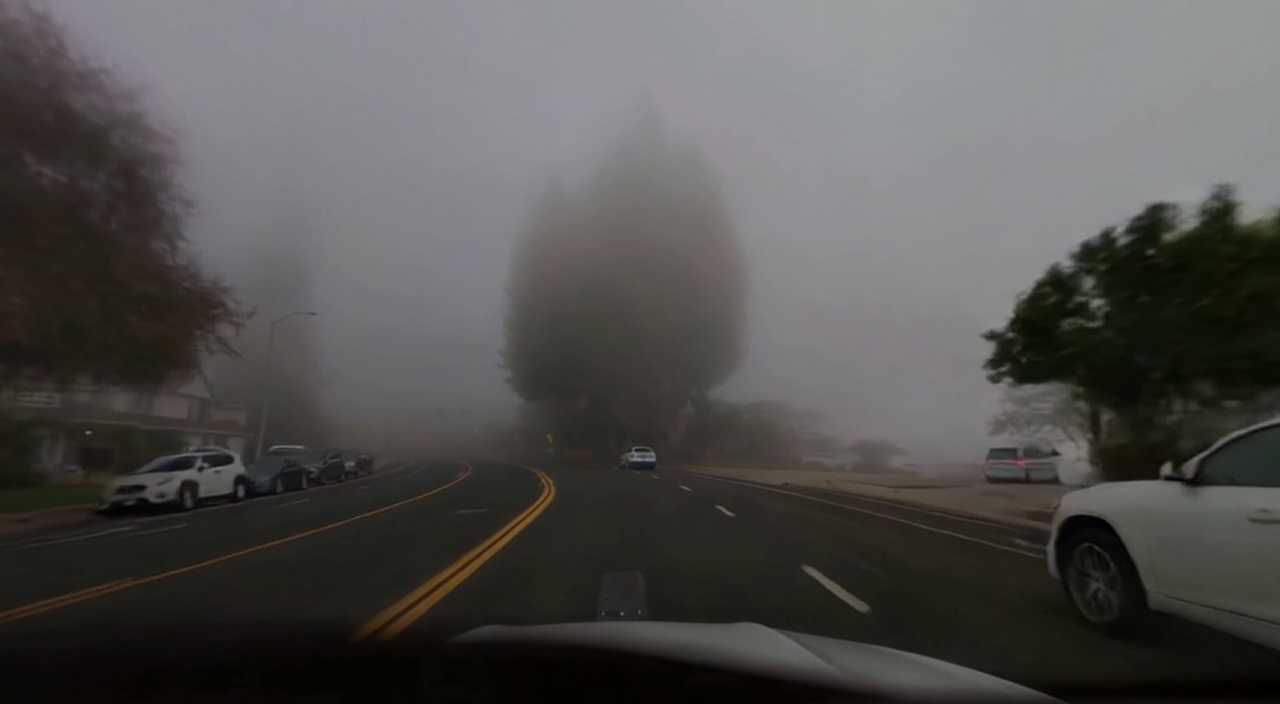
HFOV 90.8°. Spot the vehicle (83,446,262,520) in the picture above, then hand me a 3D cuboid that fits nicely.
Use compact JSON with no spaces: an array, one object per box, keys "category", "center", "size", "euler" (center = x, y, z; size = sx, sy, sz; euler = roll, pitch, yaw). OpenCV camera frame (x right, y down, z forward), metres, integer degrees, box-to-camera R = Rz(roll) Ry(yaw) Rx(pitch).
[{"category":"vehicle","center":[-13.138,3.632,18.240],"size":[2.146,1.806,4.733],"euler":[1,-9,-10]}]

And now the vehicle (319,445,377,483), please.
[{"category":"vehicle","center":[-16.272,6.212,35.489],"size":[1.993,1.801,5.201],"euler":[-1,-8,-13]}]

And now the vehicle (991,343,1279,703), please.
[{"category":"vehicle","center":[3.916,0.824,2.443],"size":[2.081,1.828,5.138],"euler":[0,-9,-1]}]

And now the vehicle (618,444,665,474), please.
[{"category":"vehicle","center":[0.002,6.284,37.392],"size":[1.951,1.620,4.582],"euler":[2,-9,-11]}]
